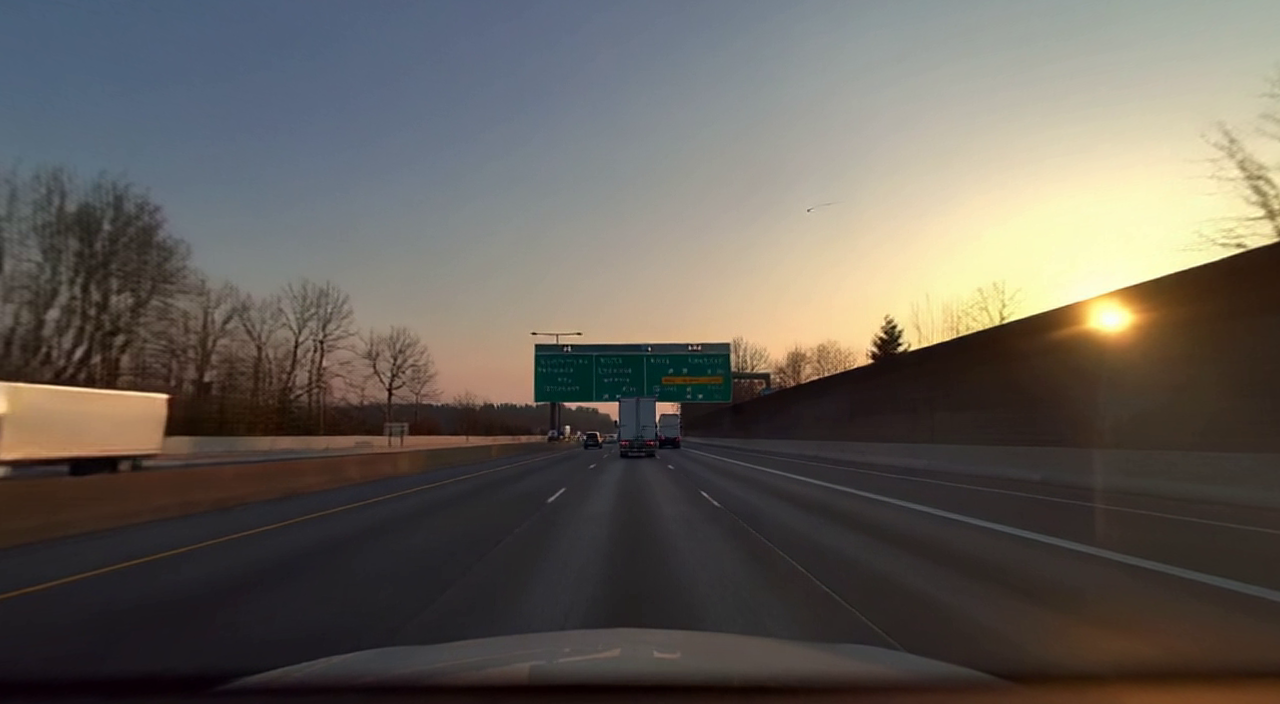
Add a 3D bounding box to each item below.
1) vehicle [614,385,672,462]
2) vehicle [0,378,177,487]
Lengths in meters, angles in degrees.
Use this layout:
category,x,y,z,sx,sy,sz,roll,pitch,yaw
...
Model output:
category,x,y,z,sx,sy,sz,roll,pitch,yaw
vehicle,0.109,4.791,40.623,2.965,3.972,16.689,0,-8,0
vehicle,-25.885,3.530,27.345,2.990,4.107,11.120,0,-8,0
